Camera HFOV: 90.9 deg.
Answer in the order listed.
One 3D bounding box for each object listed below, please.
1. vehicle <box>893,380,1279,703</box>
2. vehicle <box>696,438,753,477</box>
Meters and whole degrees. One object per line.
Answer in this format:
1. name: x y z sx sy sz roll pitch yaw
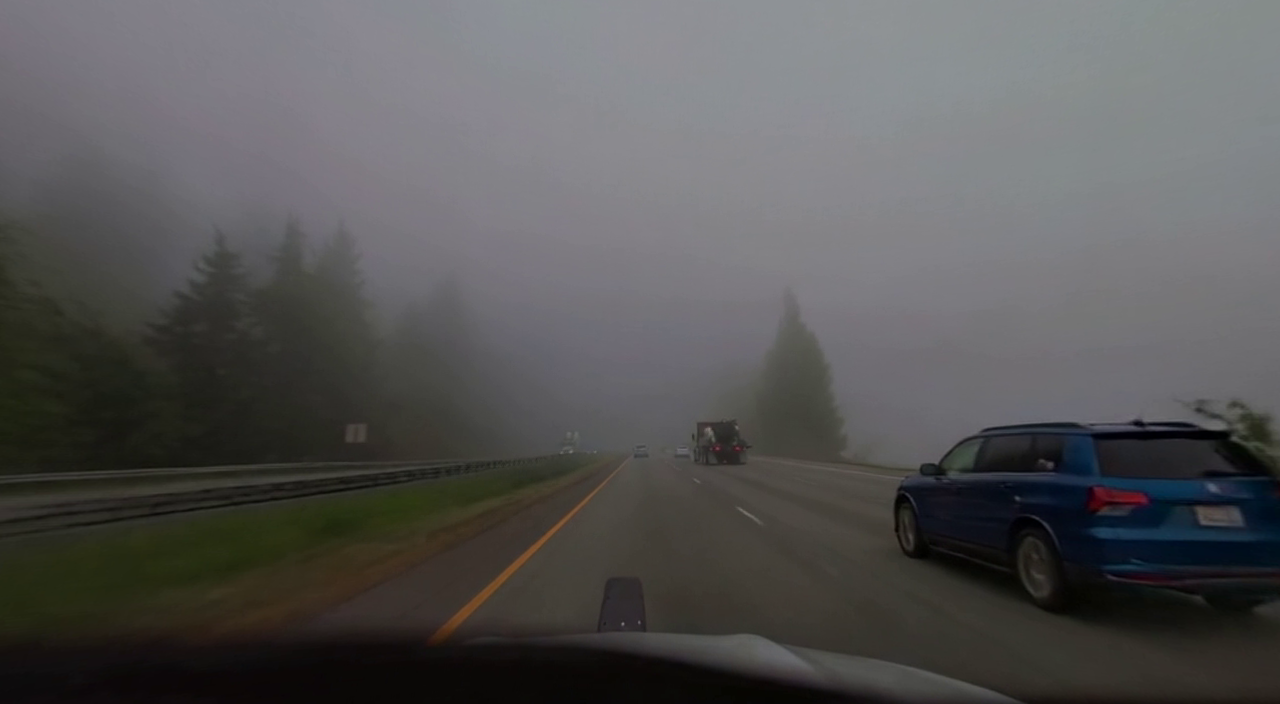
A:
1. vehicle: 3.952 1.250 5.199 2.005 1.604 4.002 0 -9 0
2. vehicle: 3.826 4.894 29.320 2.022 1.658 4.132 0 -9 -1
